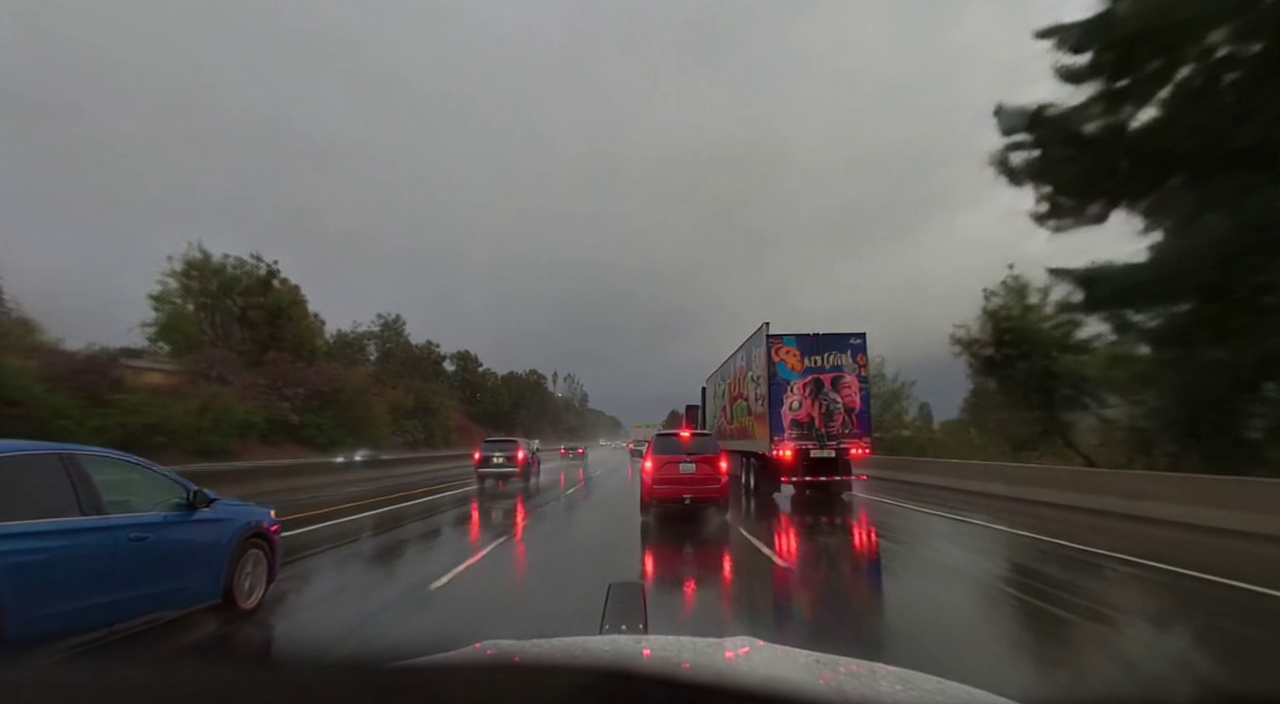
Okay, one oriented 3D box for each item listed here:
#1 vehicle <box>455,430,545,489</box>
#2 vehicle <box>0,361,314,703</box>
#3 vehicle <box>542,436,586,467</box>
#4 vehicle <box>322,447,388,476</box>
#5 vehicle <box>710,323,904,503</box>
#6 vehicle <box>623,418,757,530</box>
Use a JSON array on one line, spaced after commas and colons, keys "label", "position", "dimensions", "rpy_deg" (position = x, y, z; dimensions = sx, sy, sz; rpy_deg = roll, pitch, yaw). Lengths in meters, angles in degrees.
[{"label": "vehicle", "position": [-4.250, 3.315, 19.740], "dimensions": [1.905, 1.642, 3.803], "rpy_deg": [0, -8, 1]}, {"label": "vehicle", "position": [-4.040, 0.963, 3.548], "dimensions": [1.983, 1.666, 4.452], "rpy_deg": [0, -8, 0]}, {"label": "vehicle", "position": [-4.380, 5.795, 36.905], "dimensions": [2.014, 1.683, 4.275], "rpy_deg": [0, -8, 1]}, {"label": "vehicle", "position": [-15.869, 6.103, 35.276], "dimensions": [1.772, 1.495, 3.954], "rpy_deg": [0, -8, 1]}, {"label": "vehicle", "position": [4.537, 2.366, 21.409], "dimensions": [2.828, 4.081, 14.220], "rpy_deg": [0, -8, 0]}, {"label": "vehicle", "position": [0.712, 2.091, 11.273], "dimensions": [2.017, 1.662, 3.543], "rpy_deg": [0, -8, -1]}]
